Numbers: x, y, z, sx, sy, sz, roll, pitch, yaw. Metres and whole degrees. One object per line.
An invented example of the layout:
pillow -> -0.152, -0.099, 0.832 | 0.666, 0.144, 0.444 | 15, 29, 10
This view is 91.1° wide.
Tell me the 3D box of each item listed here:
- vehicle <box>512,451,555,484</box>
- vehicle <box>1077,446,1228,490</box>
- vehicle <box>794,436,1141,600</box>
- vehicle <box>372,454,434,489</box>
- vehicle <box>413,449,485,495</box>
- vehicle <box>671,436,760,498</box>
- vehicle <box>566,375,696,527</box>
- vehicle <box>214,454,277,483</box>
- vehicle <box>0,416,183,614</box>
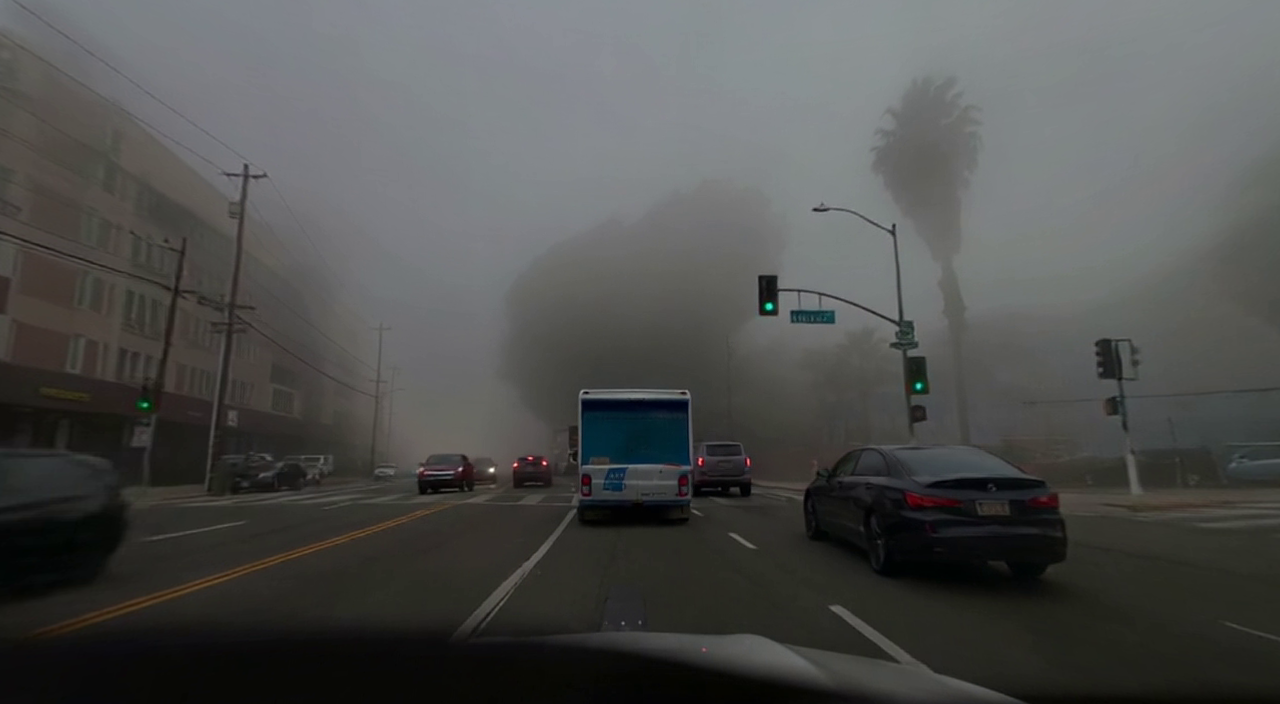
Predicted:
vehicle -> -5.623, 6.110, 33.593 | 2.033, 1.555, 4.408 | 1, -8, -7
vehicle -> 23.699, 5.314, 29.284 | 2.111, 1.804, 4.910 | 5, -9, -28
vehicle -> 3.637, 1.878, 8.235 | 1.978, 1.507, 4.636 | 0, -8, -1
vehicle -> -11.670, 5.884, 31.213 | 1.873, 1.510, 4.151 | 1, -8, -7
vehicle -> -7.195, 4.519, 24.042 | 1.801, 1.524, 3.974 | 1, -8, -5
vehicle -> 2.540, 4.053, 22.812 | 2.157, 1.944, 5.423 | 1, -8, -4
vehicle -> -0.424, 2.352, 15.411 | 2.517, 2.926, 6.177 | 1, -8, -5
vehicle -> -24.528, 7.234, 39.255 | 1.974, 1.597, 4.606 | 2, -8, -15
vehicle -> -5.938, 1.273, 4.847 | 1.810, 1.546, 3.981 | 0, -8, -1
